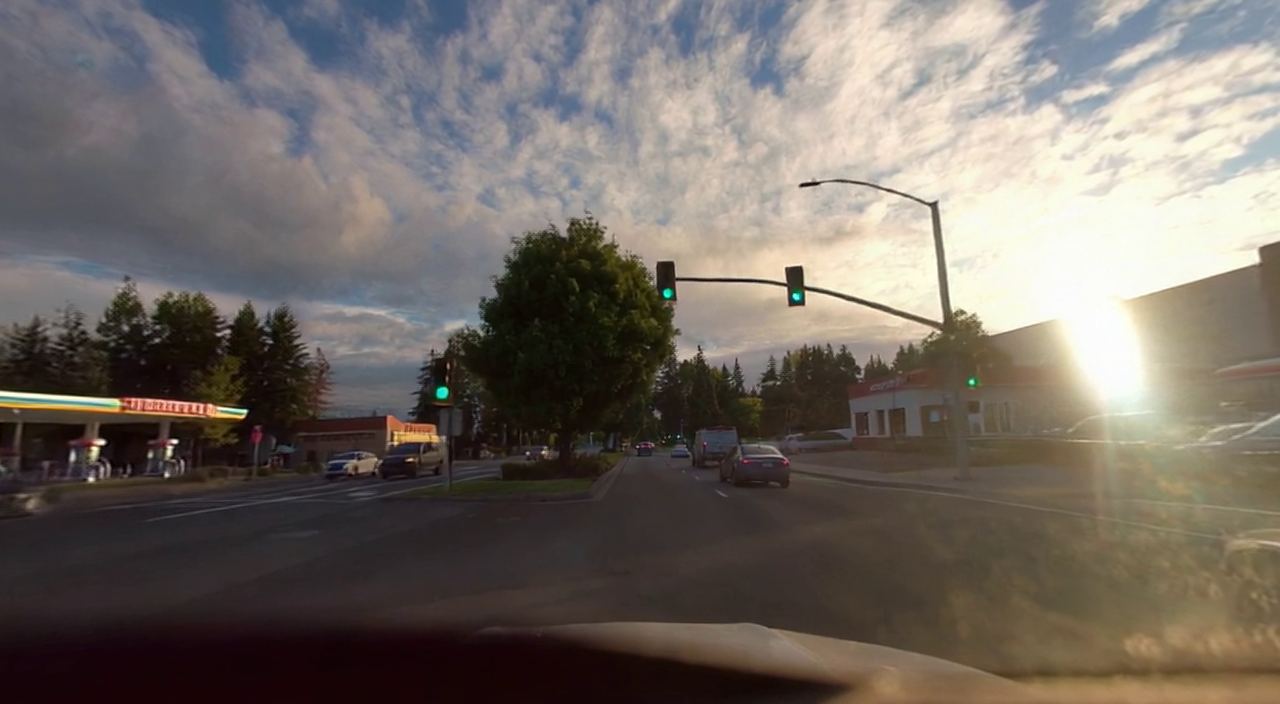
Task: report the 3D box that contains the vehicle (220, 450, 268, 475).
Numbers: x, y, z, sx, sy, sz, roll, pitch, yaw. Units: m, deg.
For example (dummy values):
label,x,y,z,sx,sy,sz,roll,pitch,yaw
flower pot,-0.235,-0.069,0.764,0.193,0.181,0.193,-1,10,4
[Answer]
label,x,y,z,sx,sy,sz,roll,pitch,yaw
vehicle,-31.069,8.623,49.562,2.169,1.834,3.779,2,-9,-16

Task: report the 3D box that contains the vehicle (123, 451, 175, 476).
label,x,y,z,sx,sy,sz,roll,pitch,yaw
vehicle,-36.011,8.136,46.328,1.755,1.670,3.889,3,-9,-19

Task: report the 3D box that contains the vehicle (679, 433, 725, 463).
label,x,y,z,sx,sy,sz,roll,pitch,yaw
vehicle,4.193,6.668,43.860,2.611,1.983,5.165,0,-8,-1

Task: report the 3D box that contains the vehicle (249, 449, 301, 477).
label,x,y,z,sx,sy,sz,roll,pitch,yaw
vehicle,-28.294,8.583,48.998,2.064,2.002,4.835,2,-9,-13

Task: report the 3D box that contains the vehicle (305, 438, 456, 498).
label,x,y,z,sx,sy,sz,roll,pitch,yaw
vehicle,-8.191,3.667,20.610,2.842,1.476,4.980,-3,-7,0

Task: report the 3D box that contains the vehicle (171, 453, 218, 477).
label,x,y,z,sx,sy,sz,roll,pitch,yaw
vehicle,-33.895,8.556,48.086,1.803,1.675,3.674,2,-9,-18

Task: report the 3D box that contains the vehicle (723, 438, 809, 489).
label,x,y,z,sx,sy,sz,roll,pitch,yaw
vehicle,3.933,3.547,20.390,1.871,1.442,4.122,0,-8,-1

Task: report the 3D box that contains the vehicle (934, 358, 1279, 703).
label,x,y,z,sx,sy,sz,roll,pitch,yaw
vehicle,3.829,0.991,3.684,1.875,1.665,4.931,0,-8,1
